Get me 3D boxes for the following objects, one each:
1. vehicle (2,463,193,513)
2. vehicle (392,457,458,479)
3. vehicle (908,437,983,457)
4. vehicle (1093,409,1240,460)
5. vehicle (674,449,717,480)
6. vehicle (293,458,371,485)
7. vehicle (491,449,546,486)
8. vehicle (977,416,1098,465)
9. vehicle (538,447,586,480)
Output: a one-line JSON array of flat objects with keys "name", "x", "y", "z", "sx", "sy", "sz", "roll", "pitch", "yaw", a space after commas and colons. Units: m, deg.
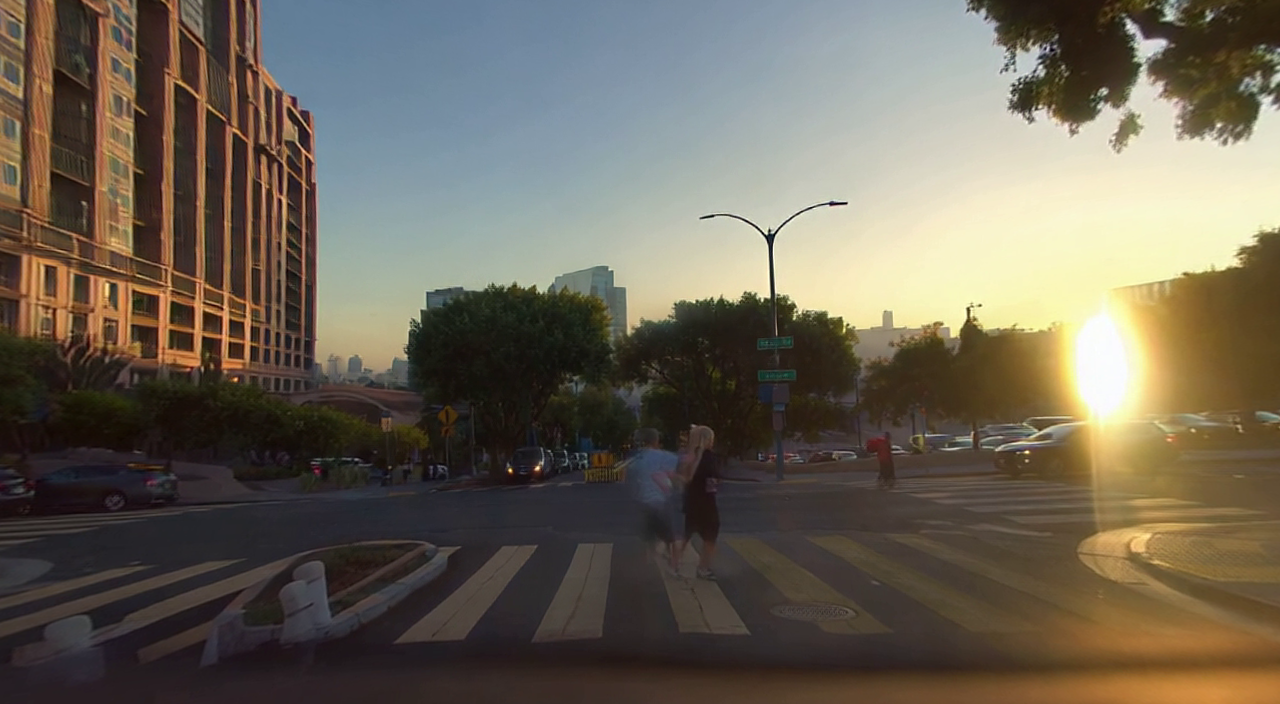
[{"name": "vehicle", "x": -17.314, "y": 4.336, "z": 20.340, "sx": 4.439, "sy": 1.448, "sz": 1.793, "roll": 0, "pitch": -9, "yaw": 0}, {"name": "vehicle", "x": -16.029, "y": 8.670, "z": 47.222, "sx": 4.203, "sy": 1.544, "sz": 1.889, "roll": -1, "pitch": -8, "yaw": 3}, {"name": "vehicle", "x": 23.018, "y": 7.157, "z": 47.737, "sx": 4.528, "sy": 1.475, "sz": 2.070, "roll": 0, "pitch": -8, "yaw": 3}, {"name": "vehicle", "x": 22.307, "y": 3.573, "z": 27.115, "sx": 2.137, "sy": 1.962, "sz": 4.988, "roll": -1, "pitch": -8, "yaw": 3}, {"name": "vehicle", "x": 3.104, "y": 6.316, "z": 35.803, "sx": 1.942, "sy": 1.603, "sz": 3.785, "roll": 0, "pitch": -8, "yaw": -2}, {"name": "vehicle", "x": -23.159, "y": 8.972, "z": 47.524, "sx": 4.844, "sy": 1.836, "sz": 2.117, "roll": -2, "pitch": -8, "yaw": 8}, {"name": "vehicle", "x": -7.613, "y": 7.300, "z": 40.217, "sx": 2.193, "sy": 1.814, "sz": 5.061, "roll": -9, "pitch": -8, "yaw": 0}, {"name": "vehicle", "x": 16.746, "y": 3.829, "z": 26.968, "sx": 2.041, "sy": 1.921, "sz": 4.574, "roll": 0, "pitch": -9, "yaw": -2}, {"name": "vehicle", "x": -4.499, "y": 6.508, "z": 37.056, "sx": 2.102, "sy": 1.768, "sz": 4.290, "roll": -2, "pitch": -9, "yaw": 2}]
